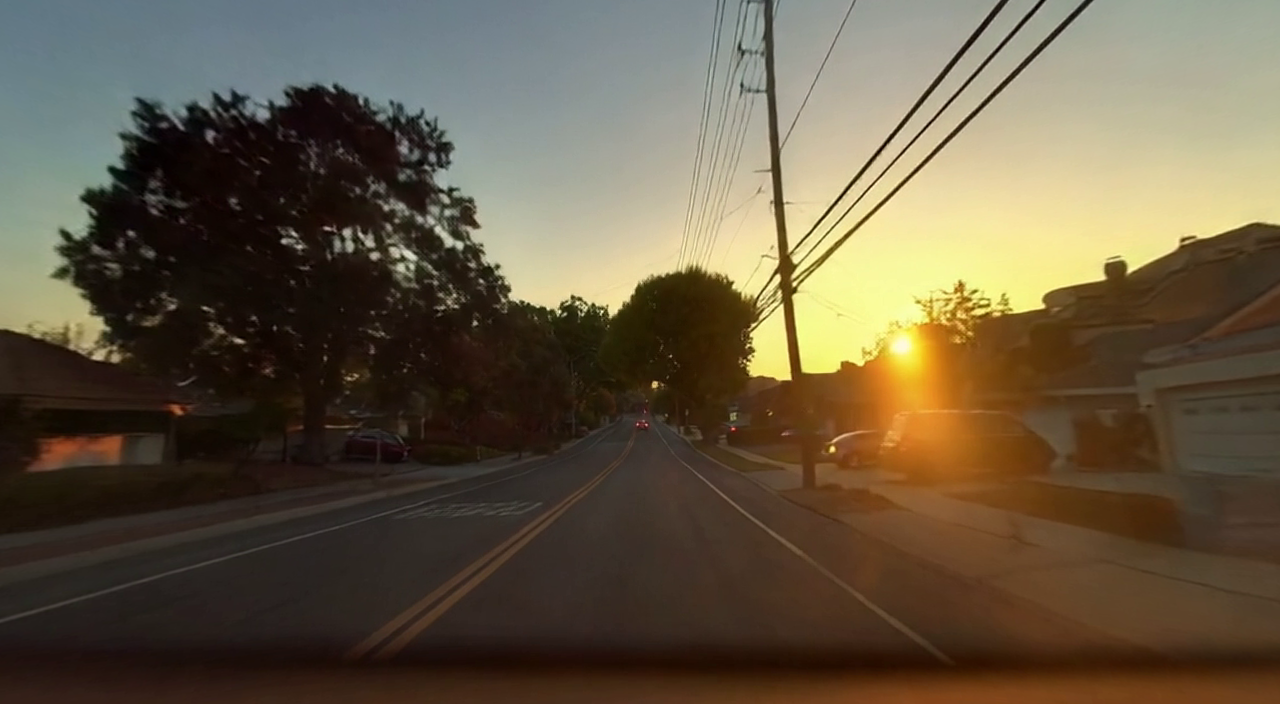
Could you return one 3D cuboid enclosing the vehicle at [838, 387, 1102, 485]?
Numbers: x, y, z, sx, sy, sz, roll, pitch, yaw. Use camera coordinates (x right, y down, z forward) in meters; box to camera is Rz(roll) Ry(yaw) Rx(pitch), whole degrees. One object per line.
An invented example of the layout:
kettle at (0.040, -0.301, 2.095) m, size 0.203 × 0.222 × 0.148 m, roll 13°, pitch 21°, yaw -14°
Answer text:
vehicle at (9.249, 2.420, 18.158) m, size 6.133 × 2.254 × 2.383 m, roll -3°, pitch -8°, yaw -2°
